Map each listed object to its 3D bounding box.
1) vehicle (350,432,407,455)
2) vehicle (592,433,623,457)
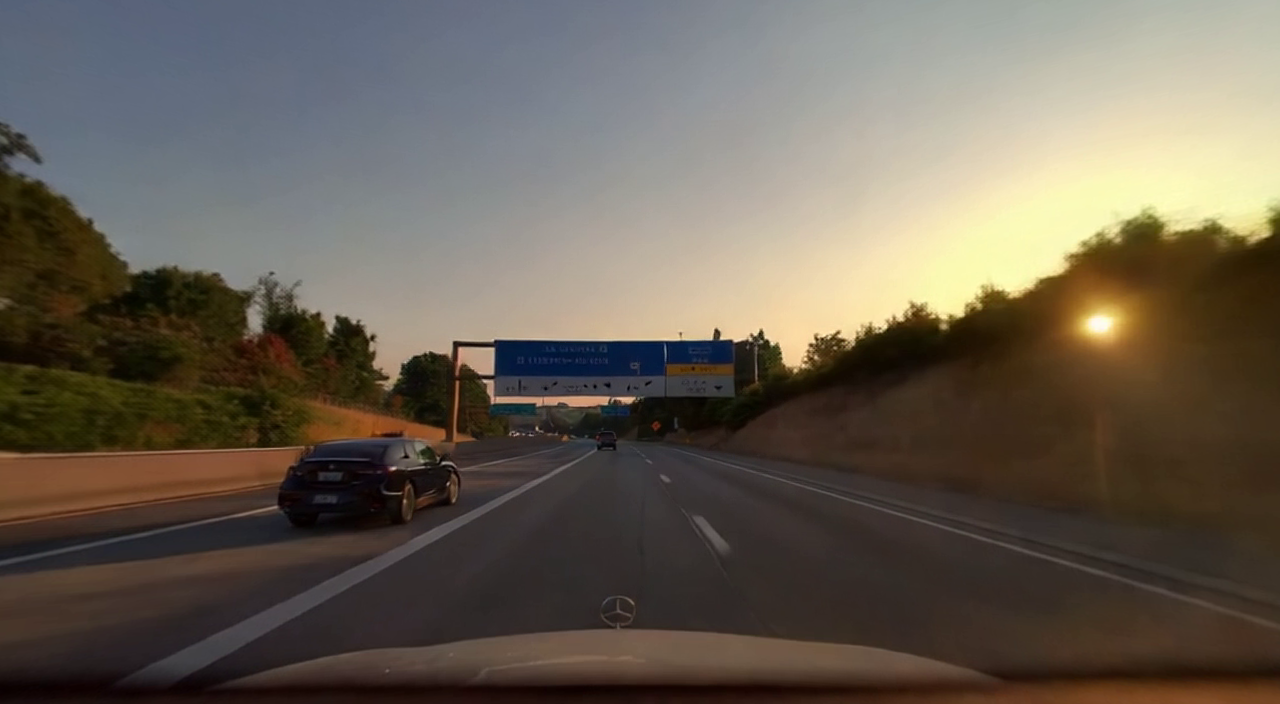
[{"bbox_3d":[-16.754,5.880,40.637,1.882,1.417,4.331,1,-8,-1],"label":"vehicle"},{"bbox_3d":[-2.181,6.248,42.520,2.000,1.491,3.913,0,-8,-3],"label":"vehicle"}]
